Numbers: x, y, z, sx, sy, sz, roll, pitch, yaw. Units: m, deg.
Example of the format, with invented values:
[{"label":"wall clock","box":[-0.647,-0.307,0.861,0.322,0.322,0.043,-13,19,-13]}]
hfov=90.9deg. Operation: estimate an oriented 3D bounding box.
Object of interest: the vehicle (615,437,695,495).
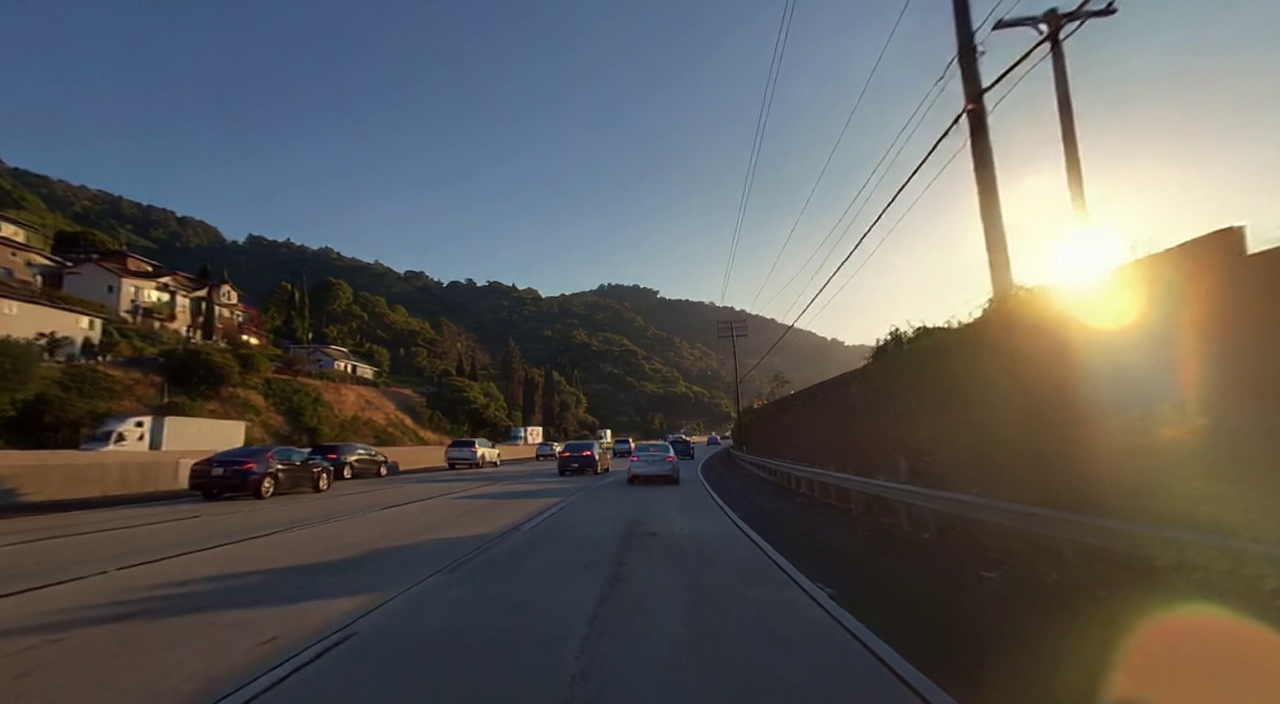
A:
[{"label":"vehicle","box":[0.532,3.292,18.566,2.109,1.495,3.935,-1,-8,4]}]

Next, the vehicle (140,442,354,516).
[{"label":"vehicle","box":[-8.994,2.900,15.030,1.959,1.469,4.450,-1,-8,5]}]

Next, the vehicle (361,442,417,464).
[{"label":"vehicle","box":[-18.737,7.537,47.255,1.902,1.536,4.561,-1,-8,6]}]

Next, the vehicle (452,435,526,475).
[{"label":"vehicle","box":[-7.439,5.115,31.518,2.080,1.833,4.461,-1,-8,7]}]

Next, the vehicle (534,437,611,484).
[{"label":"vehicle","box":[-2.528,4.222,24.858,2.121,1.639,4.383,-1,-8,6]}]

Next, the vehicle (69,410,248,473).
[{"label":"vehicle","box":[-28.034,5.345,37.521,2.962,3.232,9.077,-1,-8,4]}]
